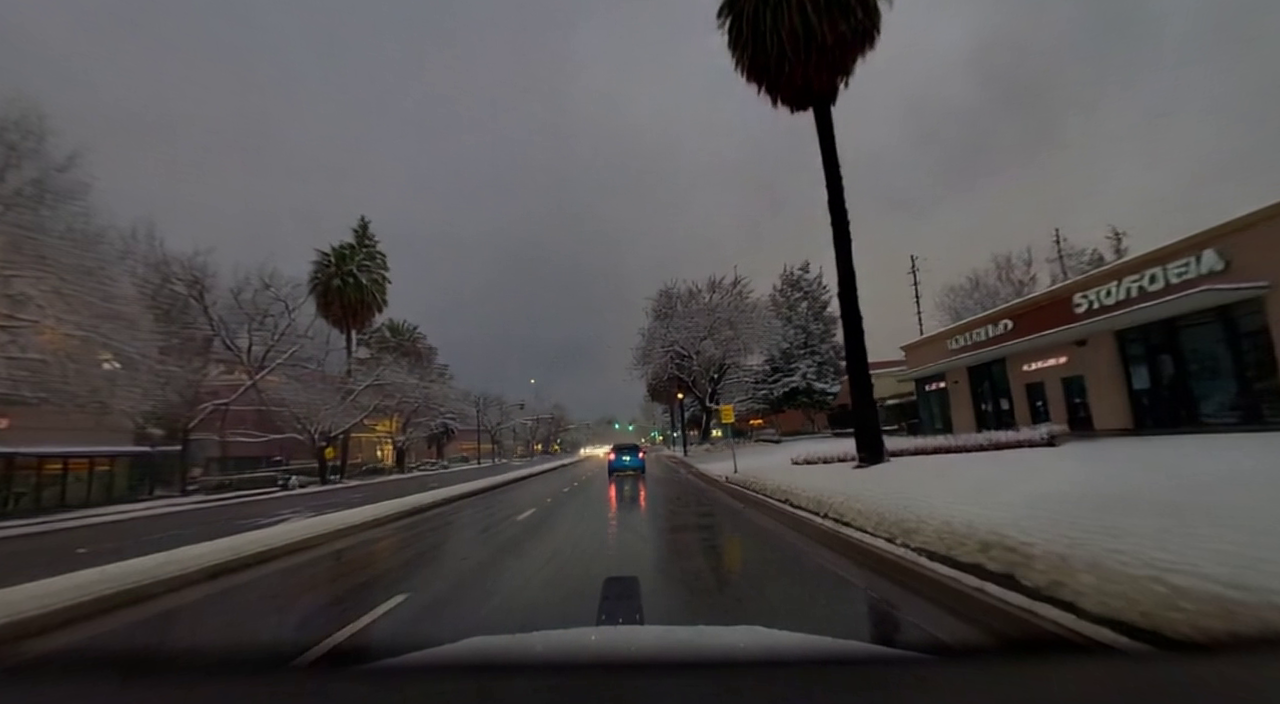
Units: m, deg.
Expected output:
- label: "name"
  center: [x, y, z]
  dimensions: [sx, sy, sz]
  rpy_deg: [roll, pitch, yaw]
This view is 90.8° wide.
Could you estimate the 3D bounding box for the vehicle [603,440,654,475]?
- label: "vehicle"
  center: [-0.505, 4.863, 29.337]
  dimensions: [2.156, 1.462, 4.495]
  rpy_deg: [0, -8, 0]
